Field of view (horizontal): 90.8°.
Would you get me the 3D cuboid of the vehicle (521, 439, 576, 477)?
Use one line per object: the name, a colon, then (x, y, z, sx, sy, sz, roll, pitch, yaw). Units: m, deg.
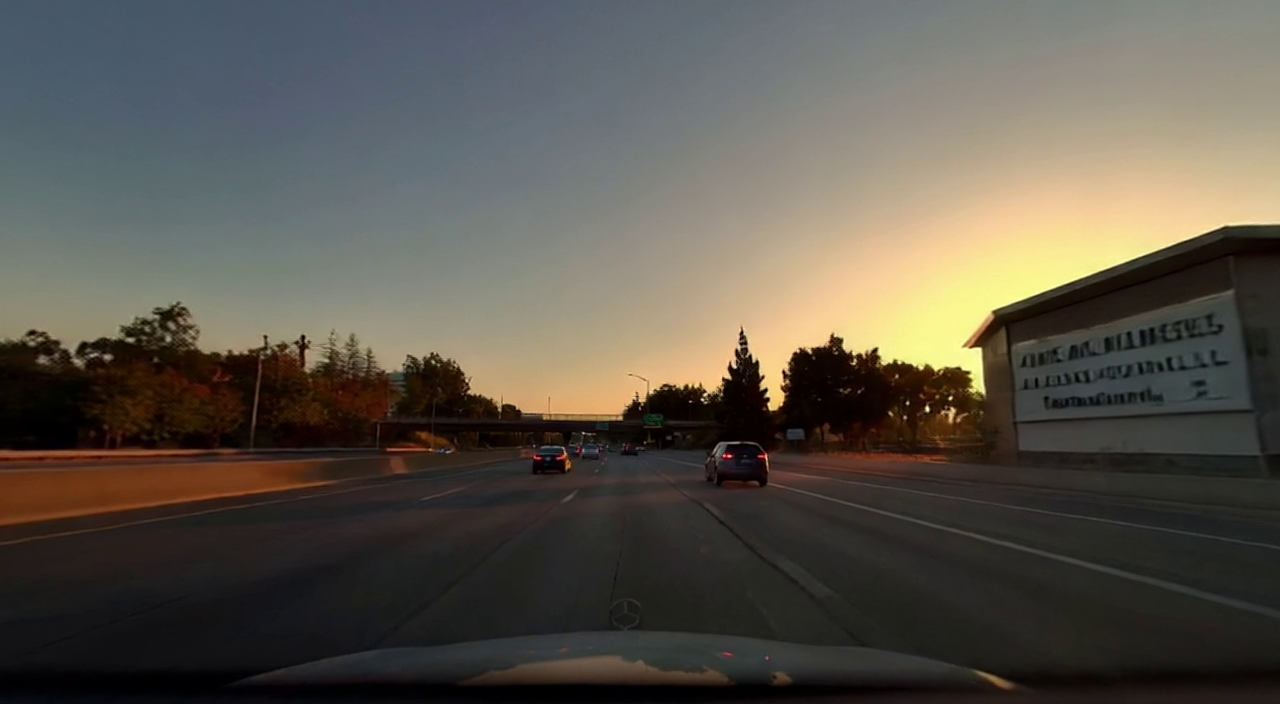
vehicle: (-4.578, 5.390, 32.406, 2.176, 1.779, 4.755, 0, -8, -1)

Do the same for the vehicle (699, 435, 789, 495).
vehicle: (3.142, 3.496, 19.974, 1.997, 1.686, 4.247, 0, -8, -2)
